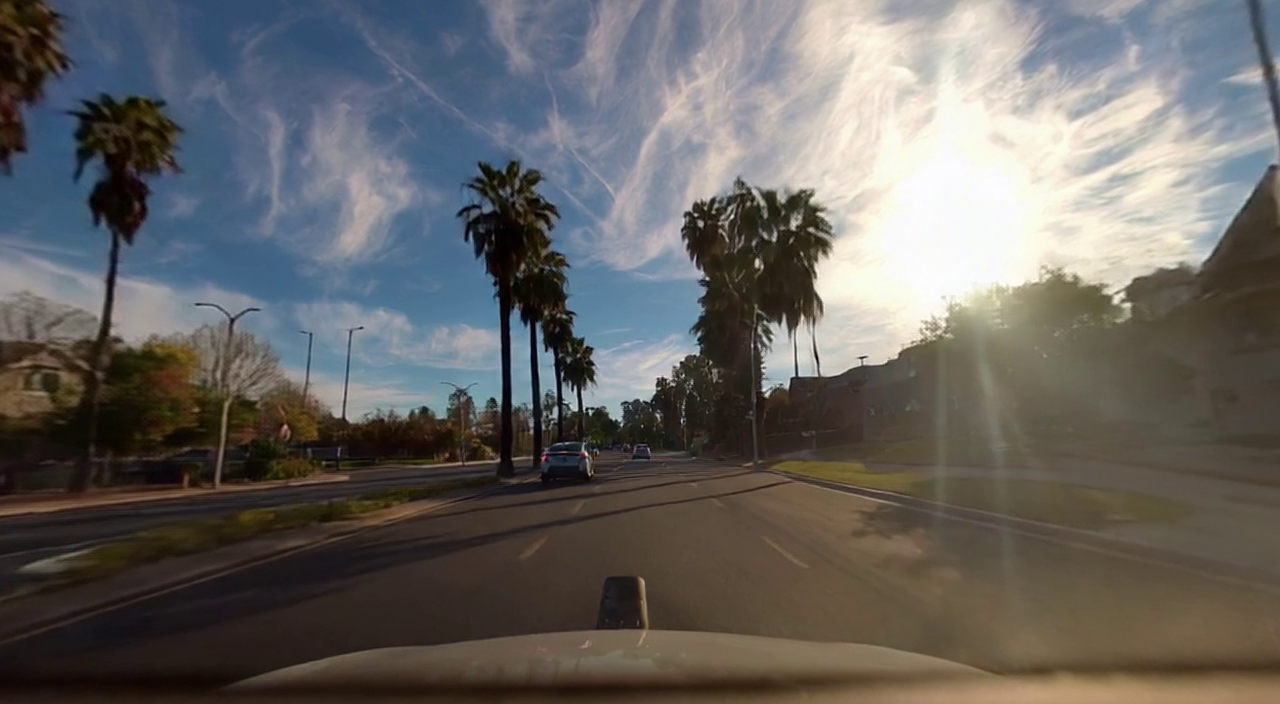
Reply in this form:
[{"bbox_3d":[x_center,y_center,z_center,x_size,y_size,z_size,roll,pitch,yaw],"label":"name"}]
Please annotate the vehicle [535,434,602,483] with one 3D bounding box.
[{"bbox_3d":[-3.092,4.816,28.592,2.370,1.968,5.698,0,-9,0],"label":"vehicle"}]
